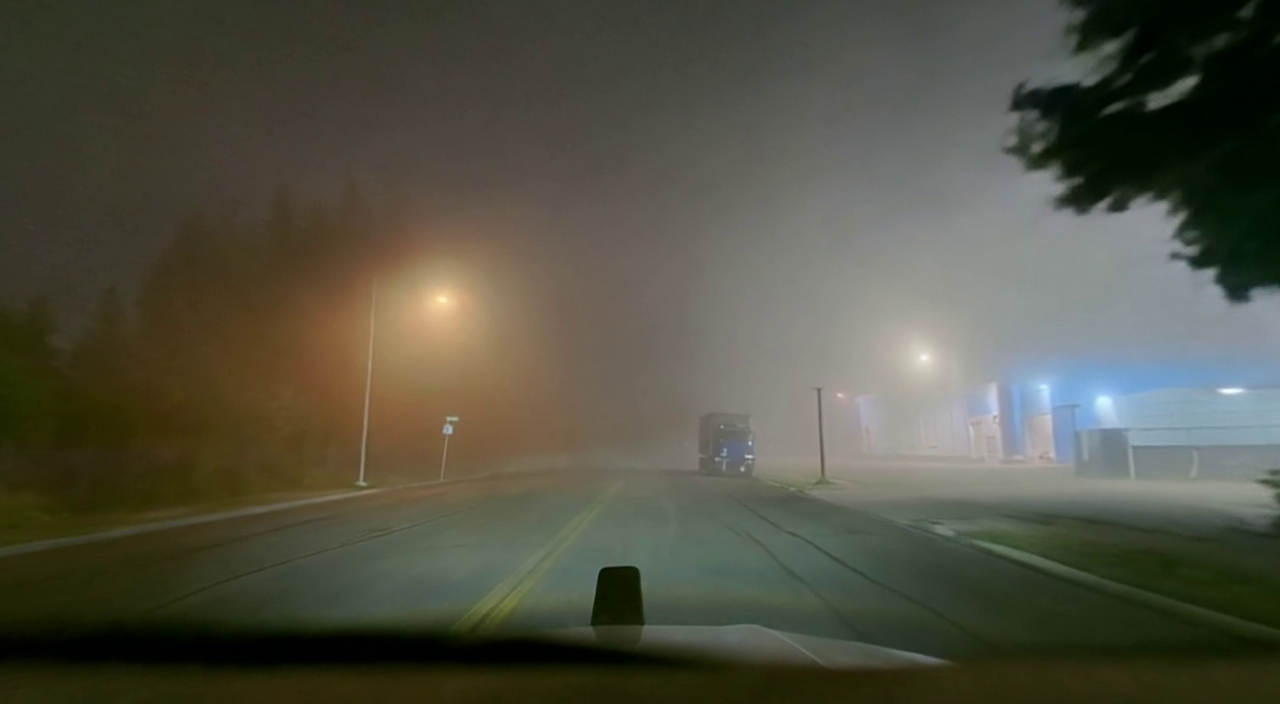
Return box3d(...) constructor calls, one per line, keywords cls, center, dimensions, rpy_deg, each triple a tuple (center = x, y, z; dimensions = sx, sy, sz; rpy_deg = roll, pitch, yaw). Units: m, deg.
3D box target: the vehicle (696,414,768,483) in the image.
box3d(cls="vehicle", center=(4.804, 5.227, 34.250), dimensions=(3.019, 3.303, 6.252), rpy_deg=(1, -9, 0))
